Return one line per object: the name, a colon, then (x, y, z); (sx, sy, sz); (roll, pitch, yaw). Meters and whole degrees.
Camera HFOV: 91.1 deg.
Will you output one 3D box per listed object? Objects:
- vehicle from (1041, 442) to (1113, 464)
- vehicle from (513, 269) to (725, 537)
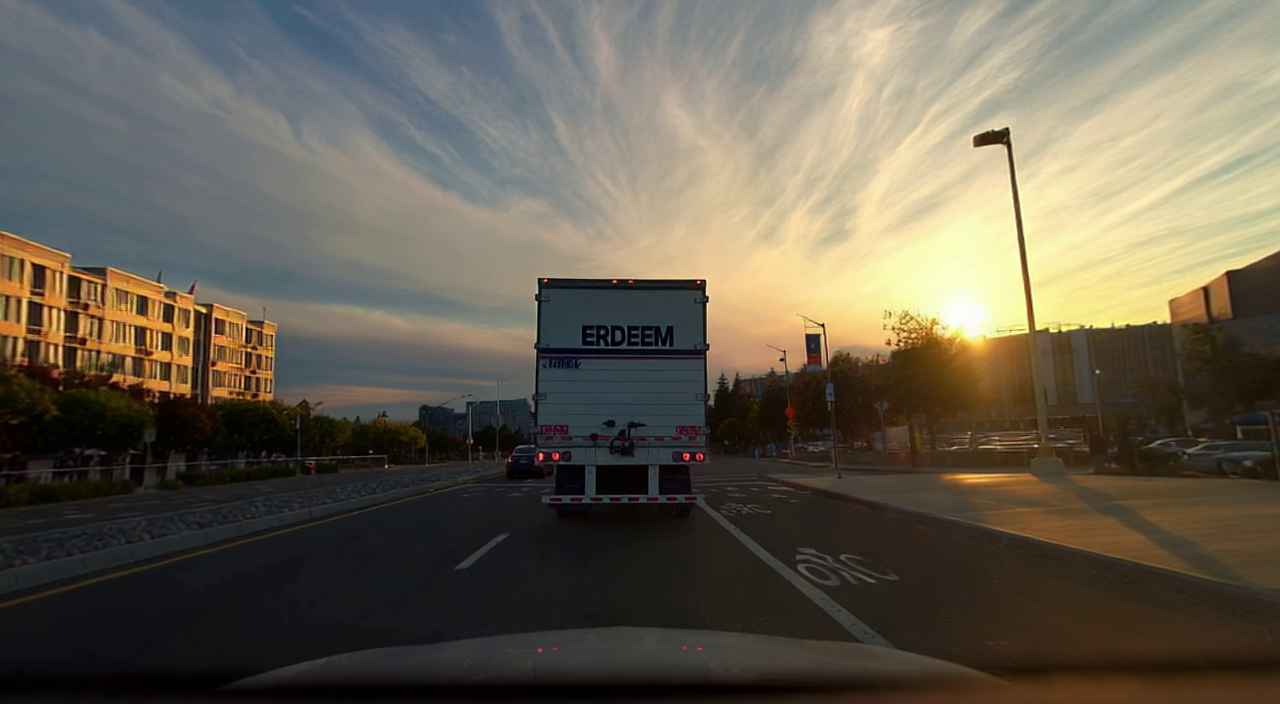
vehicle: (31.366, 7.221, 45.168); (1.652, 1.423, 3.797); (5, -9, -35)
vehicle: (-0.186, 1.289, 13.406); (2.876, 3.724, 9.351); (-1, -8, 1)
